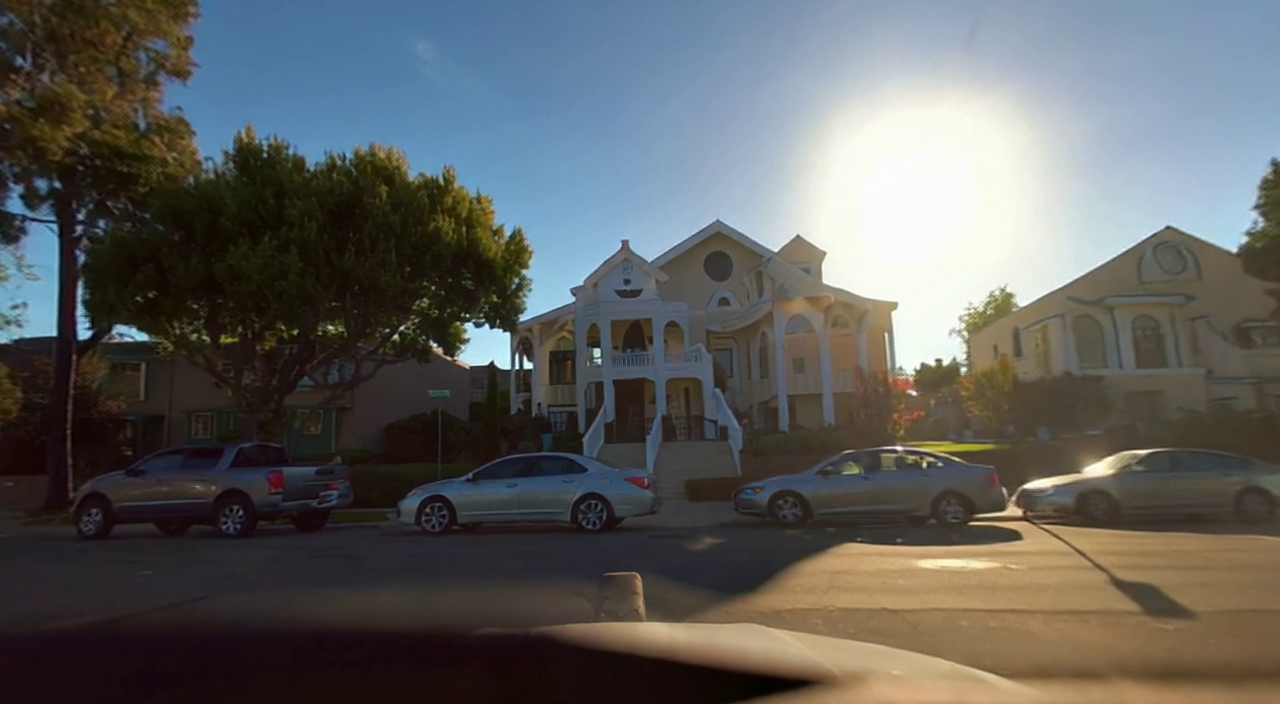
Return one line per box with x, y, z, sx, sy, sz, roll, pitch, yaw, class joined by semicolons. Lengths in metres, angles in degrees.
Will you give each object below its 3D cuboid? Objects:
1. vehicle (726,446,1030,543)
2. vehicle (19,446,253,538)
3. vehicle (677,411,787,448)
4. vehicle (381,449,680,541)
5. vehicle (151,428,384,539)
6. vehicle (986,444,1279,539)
3.943;2.445;11.149;4.663;1.452;1.801;0;-8;4;vehicle
-10.713;2.940;13.870;1.827;1.648;4.030;0;-8;-1;vehicle
3.967;3.413;27.601;4.565;1.479;1.775;1;-8;1;vehicle
-1.823;2.556;11.615;5.075;1.436;1.863;0;-8;3;vehicle
-7.729;2.705;13.782;2.046;1.969;4.585;-1;-8;4;vehicle
9.088;2.420;11.206;4.785;1.471;1.798;1;-8;-1;vehicle
